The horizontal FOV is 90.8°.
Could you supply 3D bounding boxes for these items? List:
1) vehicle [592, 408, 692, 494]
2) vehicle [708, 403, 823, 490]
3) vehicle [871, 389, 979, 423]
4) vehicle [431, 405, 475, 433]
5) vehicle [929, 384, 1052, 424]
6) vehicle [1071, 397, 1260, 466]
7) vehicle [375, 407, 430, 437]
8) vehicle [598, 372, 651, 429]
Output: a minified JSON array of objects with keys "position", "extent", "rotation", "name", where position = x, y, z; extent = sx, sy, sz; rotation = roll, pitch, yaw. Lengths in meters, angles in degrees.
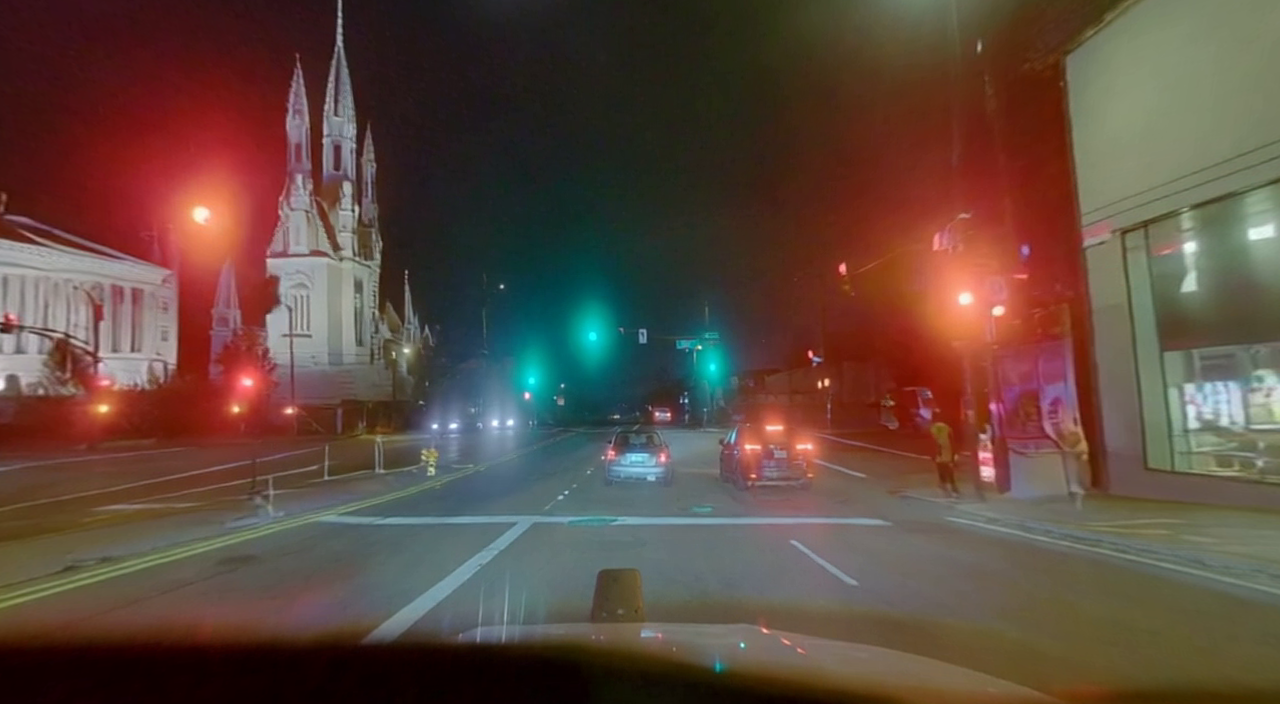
[{"position":[-0.057,2.321,15.715],"extent":[2.168,1.776,4.135],"rotation":[0,-4,-3],"name":"vehicle"},{"position":[3.346,2.515,17.887],"extent":[2.080,1.735,4.650],"rotation":[4,-1,-2],"name":"vehicle"},{"position":[14.574,2.805,32.449],"extent":[4.488,1.475,2.083],"rotation":[-2,-7,-3],"name":"vehicle"},{"position":[-13.623,4.958,46.274],"extent":[2.069,1.790,4.358],"rotation":[1,-9,-3],"name":"vehicle"},{"position":[16.396,2.442,29.682],"extent":[4.512,1.734,2.143],"rotation":[-1,-5,-3],"name":"vehicle"},{"position":[16.376,2.423,19.815],"extent":[4.379,1.486,1.941],"rotation":[-5,2,-3],"name":"vehicle"},{"position":[-16.599,4.994,44.486],"extent":[1.969,1.896,5.404],"rotation":[1,-9,-3],"name":"vehicle"},{"position":[-1.131,3.119,39.658],"extent":[2.930,3.209,8.154],"rotation":[0,-6,-4],"name":"vehicle"}]
